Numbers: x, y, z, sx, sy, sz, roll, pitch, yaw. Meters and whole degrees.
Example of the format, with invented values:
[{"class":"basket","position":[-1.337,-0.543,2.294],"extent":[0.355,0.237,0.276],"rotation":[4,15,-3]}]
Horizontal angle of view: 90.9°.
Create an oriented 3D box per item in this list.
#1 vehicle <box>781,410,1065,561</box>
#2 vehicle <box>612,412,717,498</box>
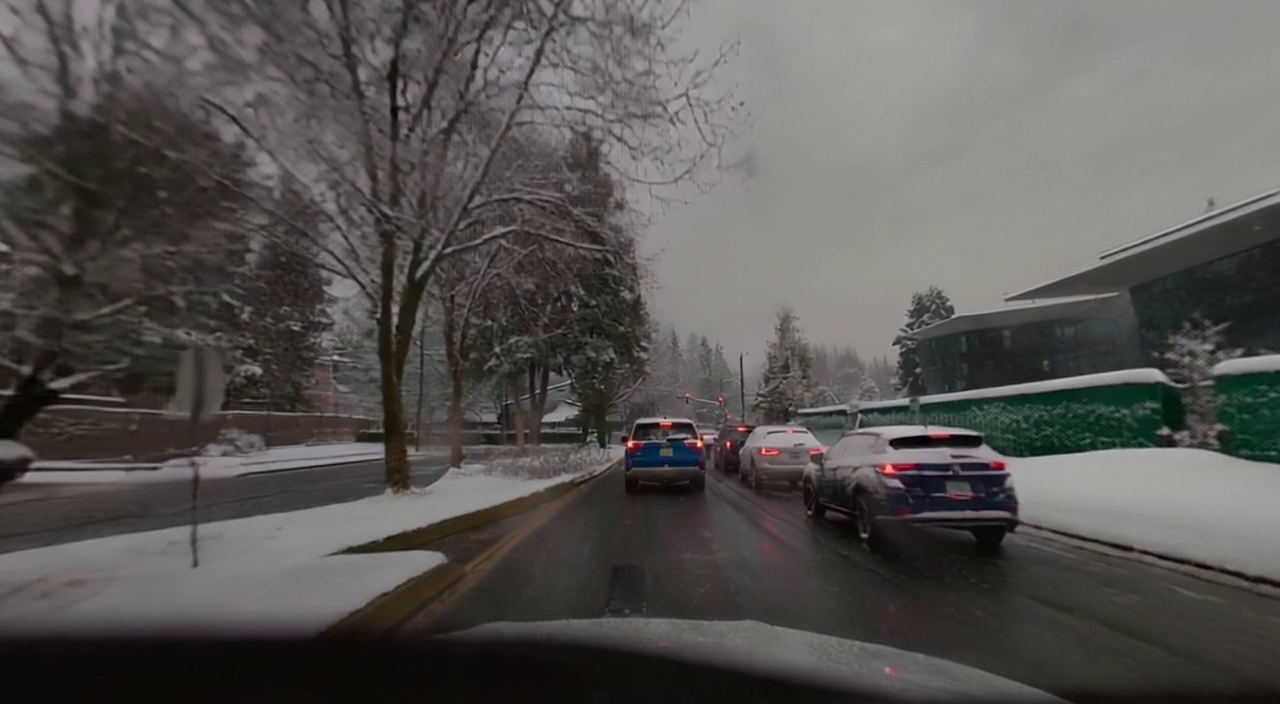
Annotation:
[{"class":"vehicle","position":[3.784,1.891,9.703],"extent":[2.138,1.699,4.852],"rotation":[0,-8,0]},{"class":"vehicle","position":[0.621,2.665,16.523],"extent":[2.386,1.947,4.168],"rotation":[-1,-8,2]}]
